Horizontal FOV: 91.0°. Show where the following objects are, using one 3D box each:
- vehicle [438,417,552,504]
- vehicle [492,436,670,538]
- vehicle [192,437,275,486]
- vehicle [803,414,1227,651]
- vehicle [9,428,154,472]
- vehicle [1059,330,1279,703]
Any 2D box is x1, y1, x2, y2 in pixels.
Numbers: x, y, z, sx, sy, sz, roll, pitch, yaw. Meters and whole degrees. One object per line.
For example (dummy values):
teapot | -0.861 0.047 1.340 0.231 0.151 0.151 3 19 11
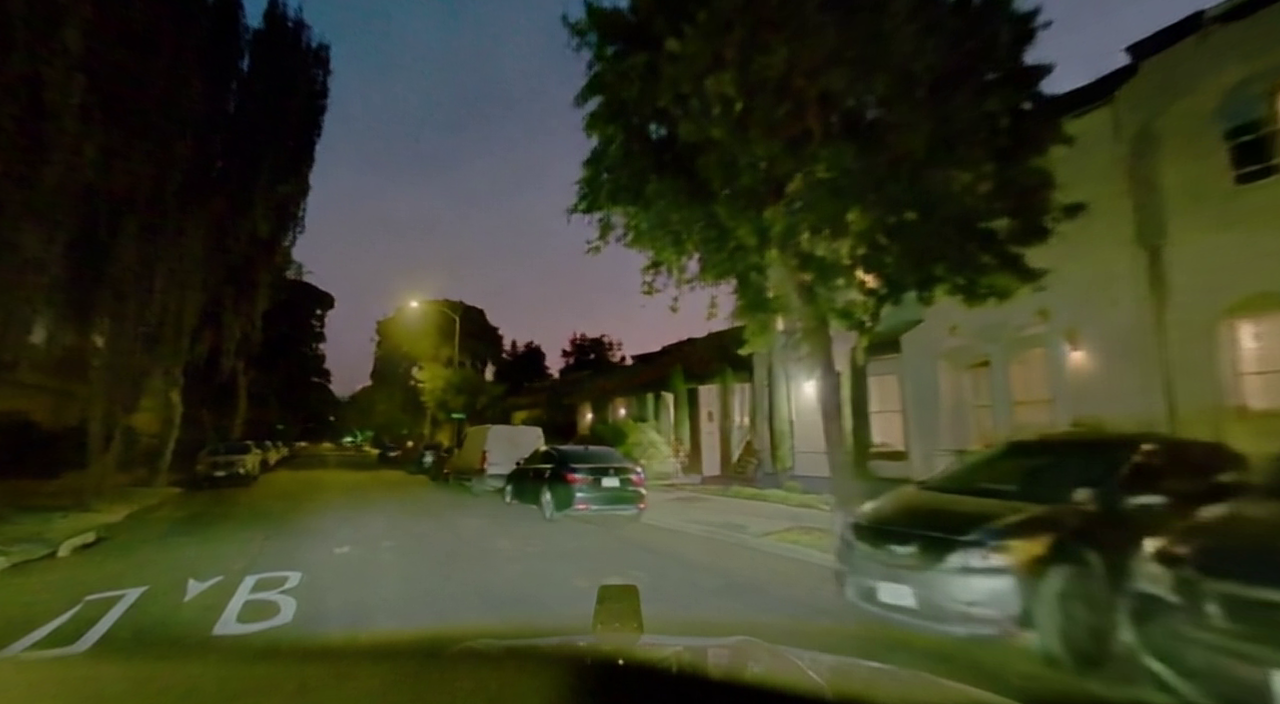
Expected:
vehicle | -4.343 2.958 18.221 1.993 2.129 4.893 4 -7 -27
vehicle | -1.362 2.443 12.311 1.828 1.442 4.476 4 -7 -28
vehicle | -14.049 3.810 22.017 1.908 1.493 4.806 7 -11 -27
vehicle | 3.814 1.529 6.322 4.030 1.648 1.827 4 -10 -31
vehicle | -23.625 4.164 26.847 4.153 1.550 2.029 5 -3 -28
vehicle | 5.116 0.999 3.856 4.585 1.969 2.046 4 -10 -26
